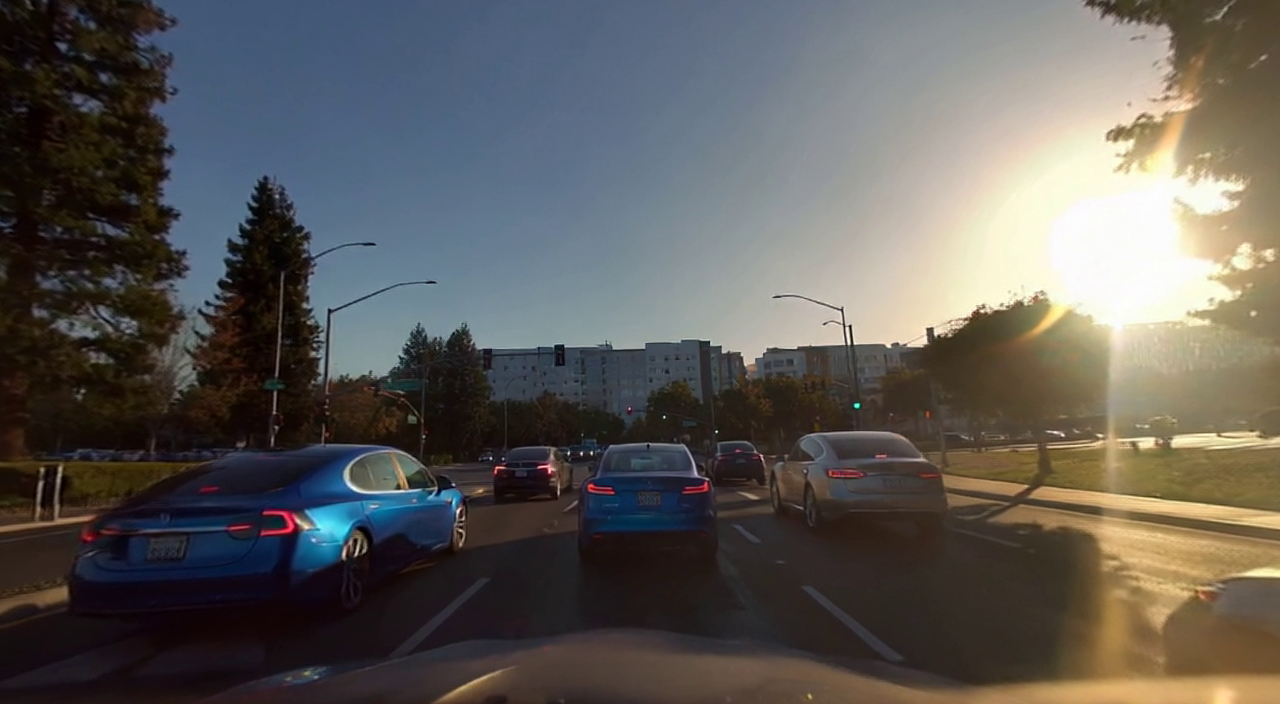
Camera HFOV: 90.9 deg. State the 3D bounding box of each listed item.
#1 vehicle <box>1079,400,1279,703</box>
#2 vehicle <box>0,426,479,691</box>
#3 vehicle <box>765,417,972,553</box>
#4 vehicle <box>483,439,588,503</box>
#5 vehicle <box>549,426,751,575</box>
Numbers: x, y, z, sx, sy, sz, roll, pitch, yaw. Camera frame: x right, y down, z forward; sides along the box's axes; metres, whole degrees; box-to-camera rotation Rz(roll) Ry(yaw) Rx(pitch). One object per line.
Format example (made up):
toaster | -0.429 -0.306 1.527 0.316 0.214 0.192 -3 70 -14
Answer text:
vehicle | 3.306 0.739 0.957 1.951 1.522 4.614 0 -9 0
vehicle | -3.101 1.509 5.852 2.015 1.478 4.407 0 -8 0
vehicle | 3.441 2.075 10.441 1.938 1.732 4.006 2 -9 0
vehicle | -2.739 3.224 17.524 2.089 1.537 4.073 -1 -9 2
vehicle | 0.104 1.899 8.881 2.144 1.563 4.218 0 -8 0
